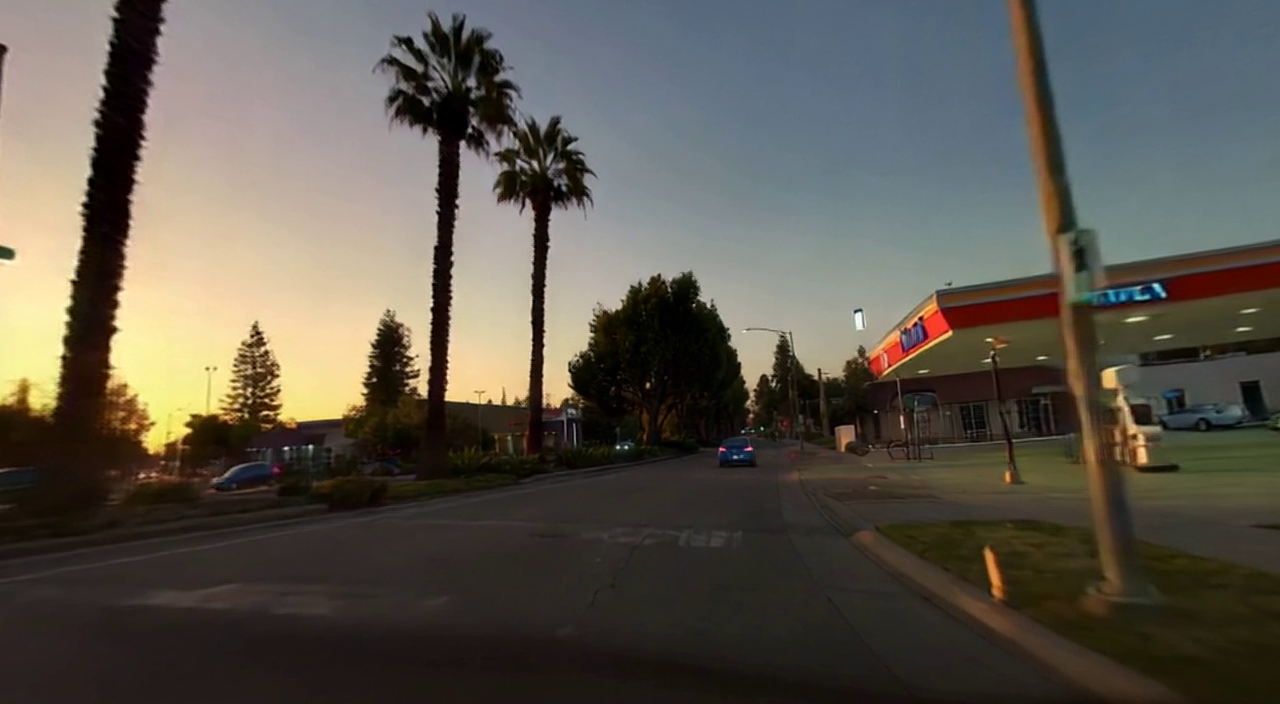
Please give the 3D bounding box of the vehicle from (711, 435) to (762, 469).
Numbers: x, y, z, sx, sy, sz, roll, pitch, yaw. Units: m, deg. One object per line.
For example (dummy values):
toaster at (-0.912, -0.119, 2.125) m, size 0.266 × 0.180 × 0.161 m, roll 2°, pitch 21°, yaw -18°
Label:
vehicle at (4.680, 4.740, 30.066) m, size 2.050 × 1.509 × 4.148 m, roll -2°, pitch -9°, yaw 13°

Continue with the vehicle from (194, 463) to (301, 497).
vehicle at (-19.806, 6.436, 32.056) m, size 1.825 × 1.441 × 4.656 m, roll -2°, pitch -9°, yaw 11°

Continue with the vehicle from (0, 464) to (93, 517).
vehicle at (-21.926, 4.748, 21.629) m, size 1.884 × 1.651 × 4.330 m, roll -2°, pitch -9°, yaw 12°

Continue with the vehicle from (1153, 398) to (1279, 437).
vehicle at (30.711, 3.534, 33.585) m, size 4.513 × 1.657 × 2.002 m, roll -6°, pitch -10°, yaw 18°
